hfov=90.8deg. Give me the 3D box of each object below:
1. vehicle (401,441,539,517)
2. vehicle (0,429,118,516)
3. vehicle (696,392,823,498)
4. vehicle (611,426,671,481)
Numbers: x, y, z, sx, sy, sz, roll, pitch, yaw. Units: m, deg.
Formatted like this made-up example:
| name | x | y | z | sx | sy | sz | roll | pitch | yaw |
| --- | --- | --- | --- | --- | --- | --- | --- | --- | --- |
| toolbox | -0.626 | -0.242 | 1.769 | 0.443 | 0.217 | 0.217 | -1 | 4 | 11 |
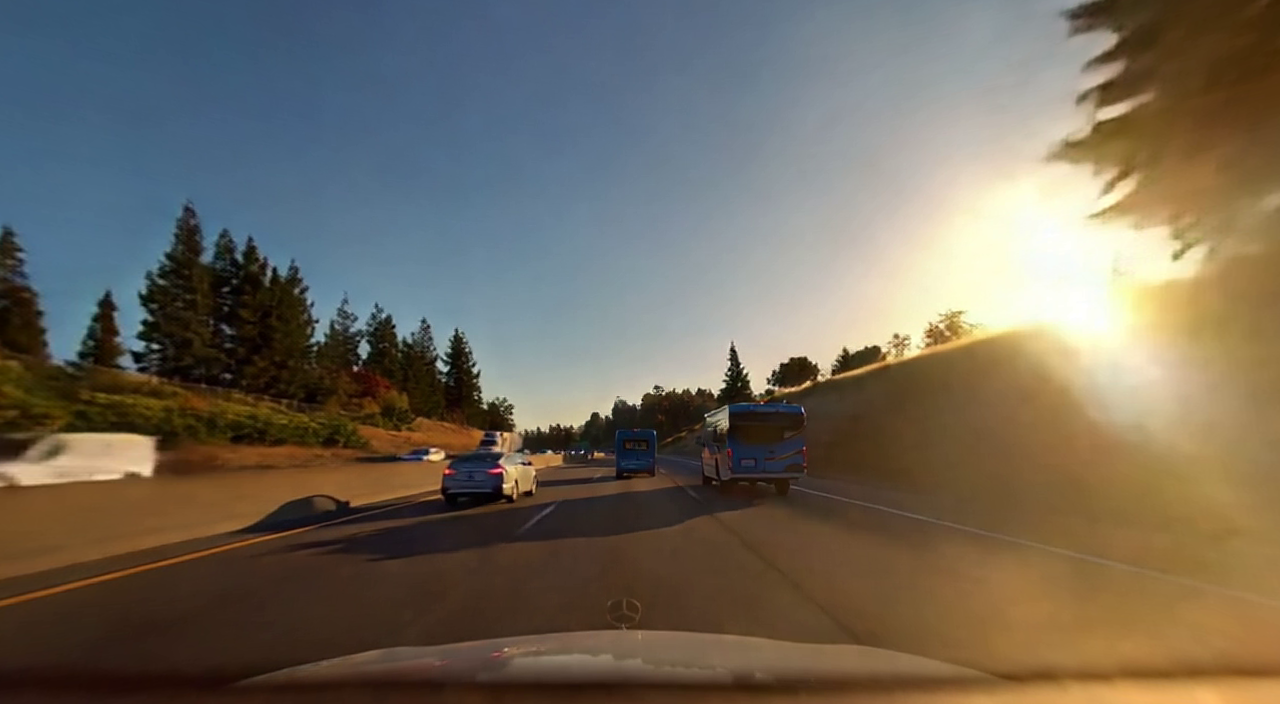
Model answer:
| name | x | y | z | sx | sy | sz | roll | pitch | yaw |
| --- | --- | --- | --- | --- | --- | --- | --- | --- | --- |
| vehicle | -3.777 | 2.896 | 14.947 | 1.959 | 1.502 | 4.559 | 0 | -9 | 0 |
| vehicle | -15.713 | 2.889 | 15.239 | 2.141 | 1.949 | 4.659 | 0 | -9 | 0 |
| vehicle | 3.608 | 3.105 | 21.008 | 2.607 | 2.910 | 7.252 | 0 | -9 | -1 |
| vehicle | 0.013 | 4.667 | 29.113 | 2.524 | 2.310 | 4.986 | 0 | -9 | 0 |
